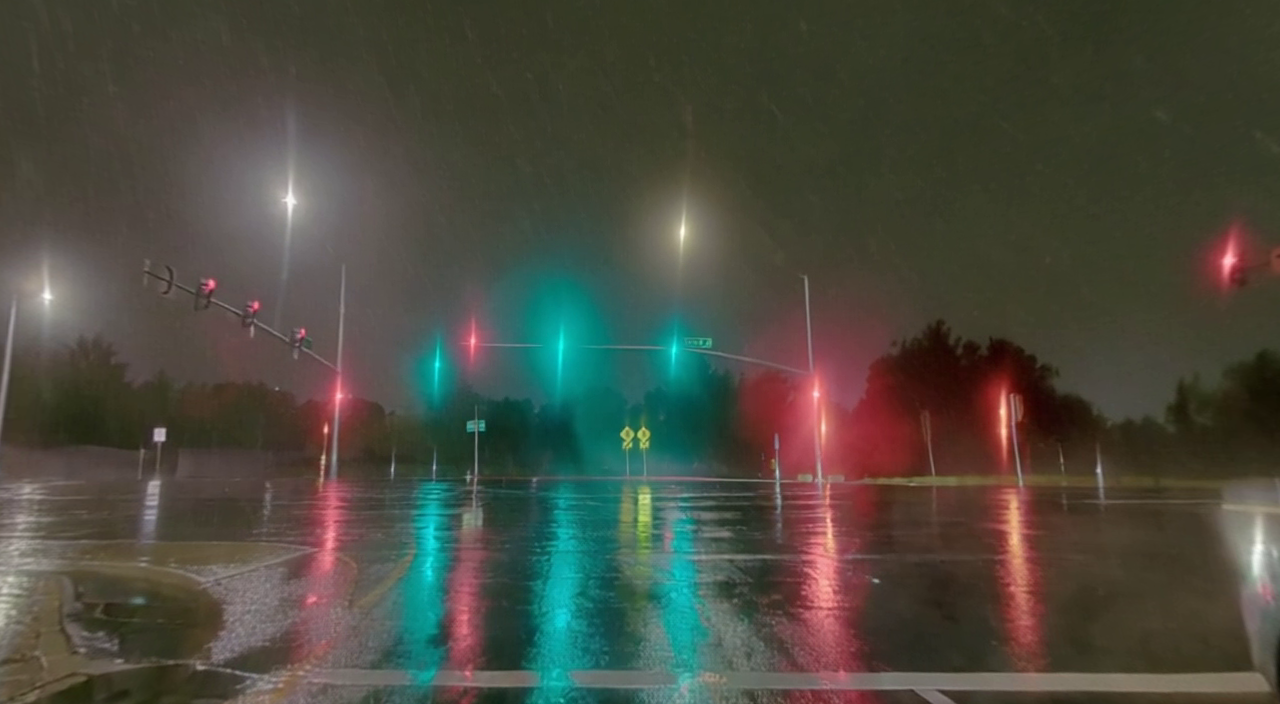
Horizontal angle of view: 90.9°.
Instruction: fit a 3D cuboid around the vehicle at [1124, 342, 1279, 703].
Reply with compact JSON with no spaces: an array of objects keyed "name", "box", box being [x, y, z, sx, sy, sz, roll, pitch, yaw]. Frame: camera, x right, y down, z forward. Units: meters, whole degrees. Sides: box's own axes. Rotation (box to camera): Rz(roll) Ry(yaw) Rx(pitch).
[{"name":"vehicle","box":[3.062,0.571,0.588,1.938,1.648,4.211,-1,-8,2]}]
